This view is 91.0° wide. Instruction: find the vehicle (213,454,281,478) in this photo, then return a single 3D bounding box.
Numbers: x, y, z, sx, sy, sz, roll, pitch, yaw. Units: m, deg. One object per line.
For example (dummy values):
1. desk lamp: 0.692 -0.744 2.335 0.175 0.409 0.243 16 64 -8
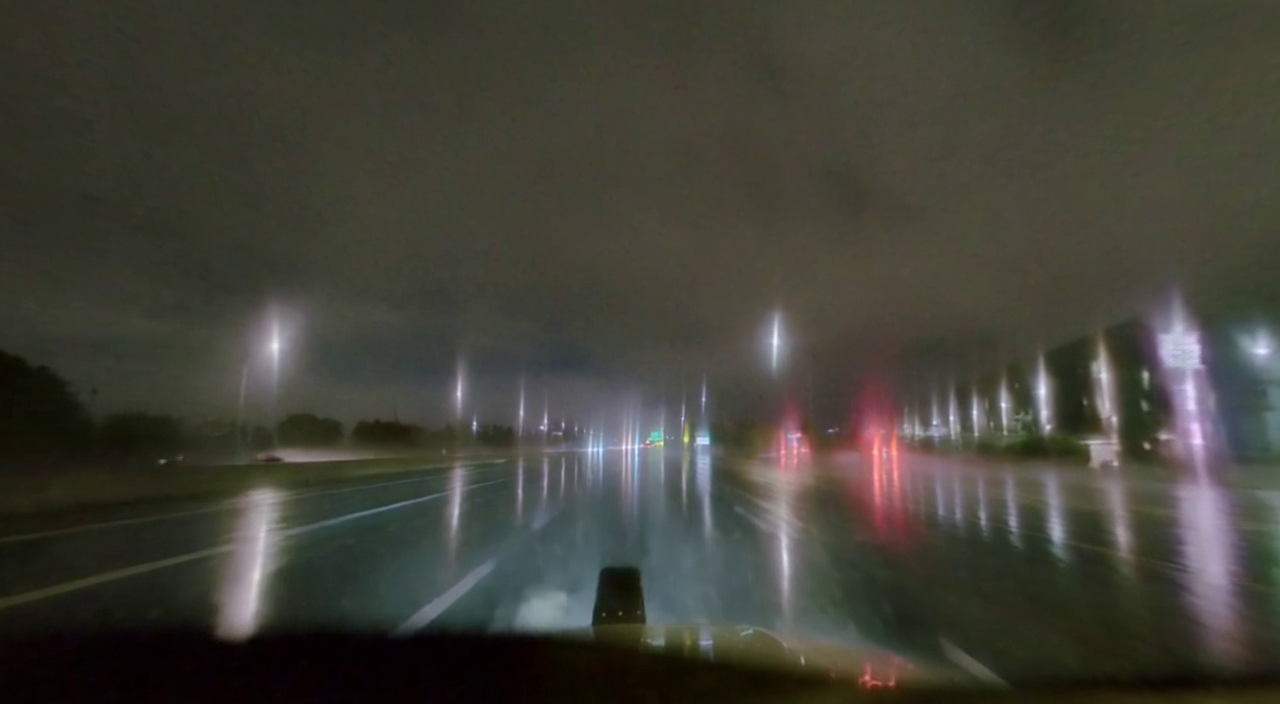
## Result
1. vehicle: -28.103 8.162 45.243 1.894 1.521 4.466 0 -9 1
